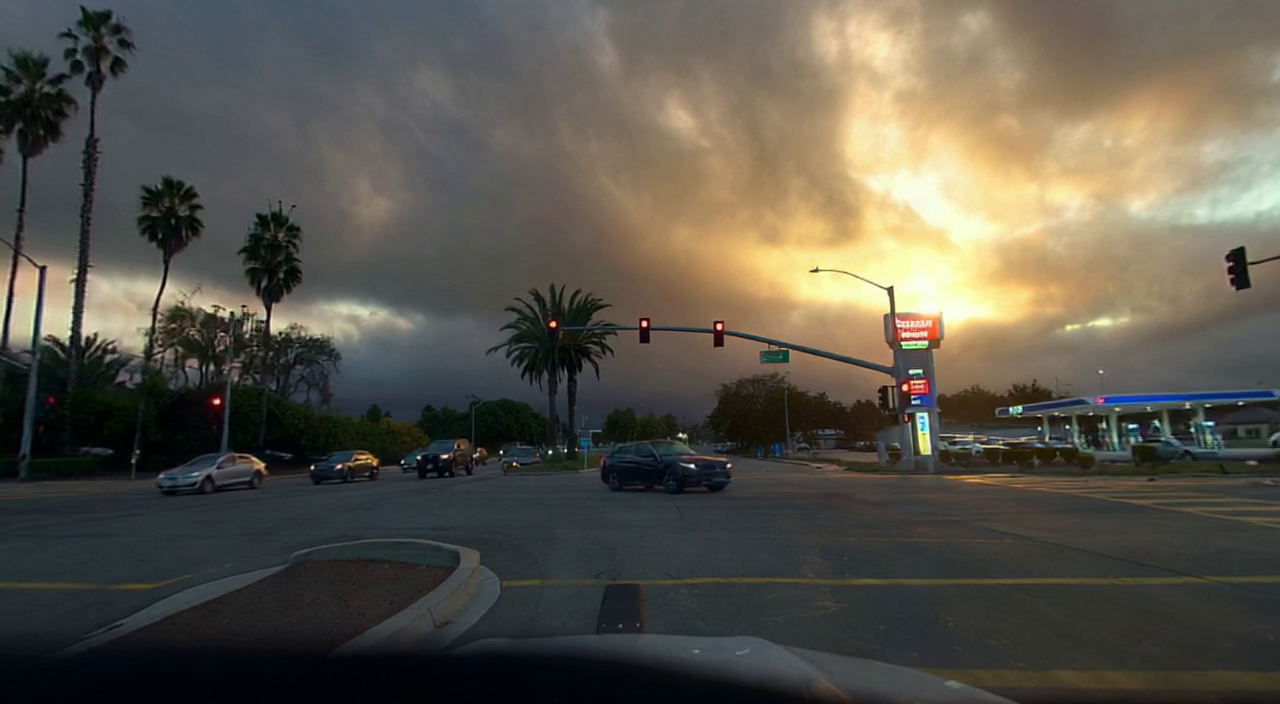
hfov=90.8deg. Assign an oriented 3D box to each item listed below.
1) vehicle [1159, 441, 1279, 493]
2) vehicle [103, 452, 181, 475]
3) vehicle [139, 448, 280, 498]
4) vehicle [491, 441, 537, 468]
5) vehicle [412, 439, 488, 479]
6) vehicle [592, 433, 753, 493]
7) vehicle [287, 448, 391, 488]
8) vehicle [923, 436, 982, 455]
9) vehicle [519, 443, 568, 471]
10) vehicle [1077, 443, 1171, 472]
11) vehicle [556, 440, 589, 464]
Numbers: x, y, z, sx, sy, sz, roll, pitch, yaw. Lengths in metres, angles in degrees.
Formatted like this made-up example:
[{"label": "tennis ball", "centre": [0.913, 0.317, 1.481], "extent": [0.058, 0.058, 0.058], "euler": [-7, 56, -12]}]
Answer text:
[{"label": "vehicle", "centre": [18.778, 3.404, 18.817], "extent": [5.015, 1.446, 1.862], "euler": [0, -9, -3]}, {"label": "vehicle", "centre": [-35.235, 7.875, 44.847], "extent": [1.886, 1.523, 4.581], "euler": [0, -9, -1]}, {"label": "vehicle", "centre": [-15.282, 4.273, 22.779], "extent": [1.956, 1.611, 4.359], "euler": [0, -9, 0]}, {"label": "vehicle", "centre": [-8.511, 6.953, 43.067], "extent": [2.124, 1.701, 4.551], "euler": [0, -9, 1]}, {"label": "vehicle", "centre": [-8.618, 4.889, 29.056], "extent": [2.156, 1.662, 4.186], "euler": [0, -9, 0]}, {"label": "vehicle", "centre": [0.917, 3.474, 20.170], "extent": [2.138, 1.651, 4.938], "euler": [9, -12, -44]}, {"label": "vehicle", "centre": [-11.893, 4.578, 25.341], "extent": [1.966, 1.455, 4.493], "euler": [0, -9, 0]}, {"label": "vehicle", "centre": [22.542, 6.760, 45.652], "extent": [3.356, 1.395, 1.559], "euler": [0, -9, -1]}, {"label": "vehicle", "centre": [-5.306, 5.827, 35.315], "extent": [1.983, 1.464, 4.579], "euler": [0, -9, 0]}, {"label": "vehicle", "centre": [24.262, 5.294, 31.730], "extent": [3.474, 1.376, 1.538], "euler": [0, -9, -2]}, {"label": "vehicle", "centre": [-5.134, 7.657, 48.531], "extent": [1.929, 1.719, 4.892], "euler": [0, -9, 0]}]
